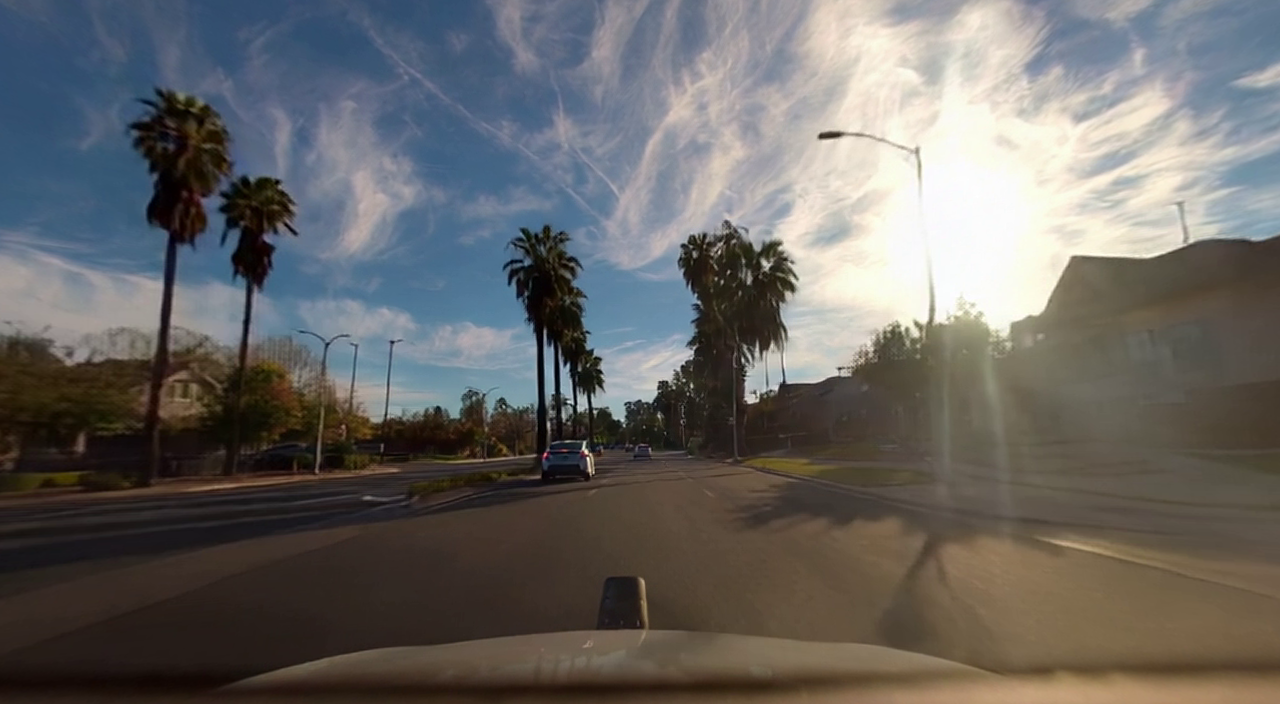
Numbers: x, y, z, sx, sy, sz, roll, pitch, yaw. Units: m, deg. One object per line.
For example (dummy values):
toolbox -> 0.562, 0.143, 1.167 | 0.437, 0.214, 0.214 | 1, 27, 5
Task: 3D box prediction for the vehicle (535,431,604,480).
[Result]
vehicle -> -3.020, 4.620, 28.359 | 2.370, 1.968, 5.698 | 0, -9, 0
